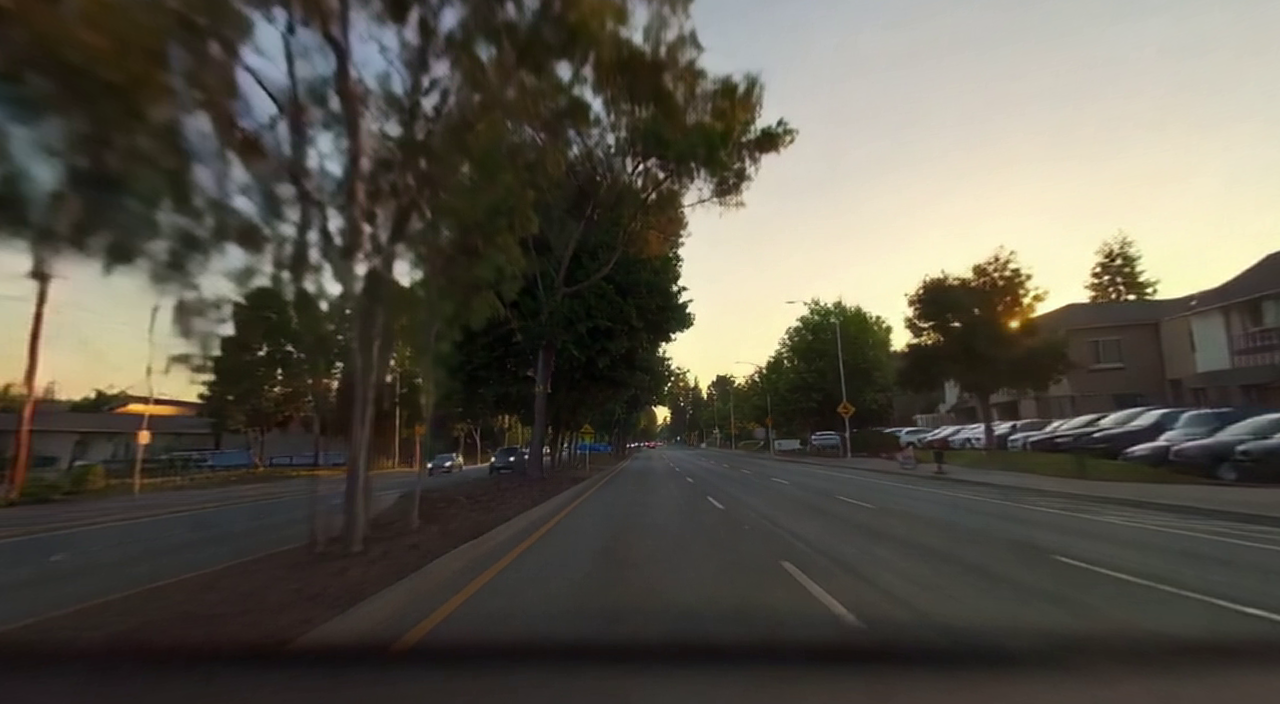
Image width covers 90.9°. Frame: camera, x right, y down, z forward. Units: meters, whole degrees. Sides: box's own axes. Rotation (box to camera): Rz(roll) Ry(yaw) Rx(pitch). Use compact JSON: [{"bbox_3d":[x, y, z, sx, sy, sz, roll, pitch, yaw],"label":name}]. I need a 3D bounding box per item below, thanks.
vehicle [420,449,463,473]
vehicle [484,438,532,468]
[{"bbox_3d":[-15.534,8.532,49.576,1.930,1.738,4.339,0,-9,0],"label":"vehicle"},{"bbox_3d":[-9.526,7.371,46.030,2.180,2.034,5.429,-1,-9,1],"label":"vehicle"}]
